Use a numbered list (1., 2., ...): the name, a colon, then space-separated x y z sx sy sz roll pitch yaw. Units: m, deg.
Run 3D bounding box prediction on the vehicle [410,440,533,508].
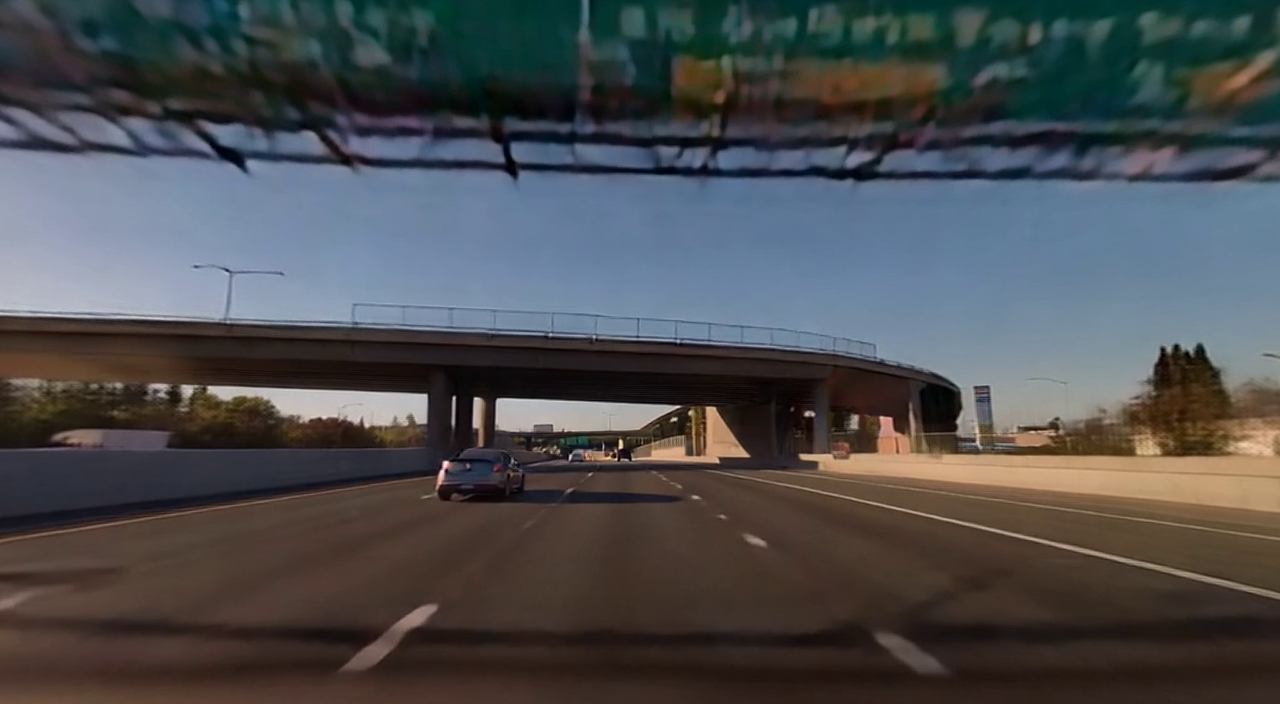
1. vehicle: -4.164 3.078 16.416 2.050 1.507 4.316 0 -9 -1
